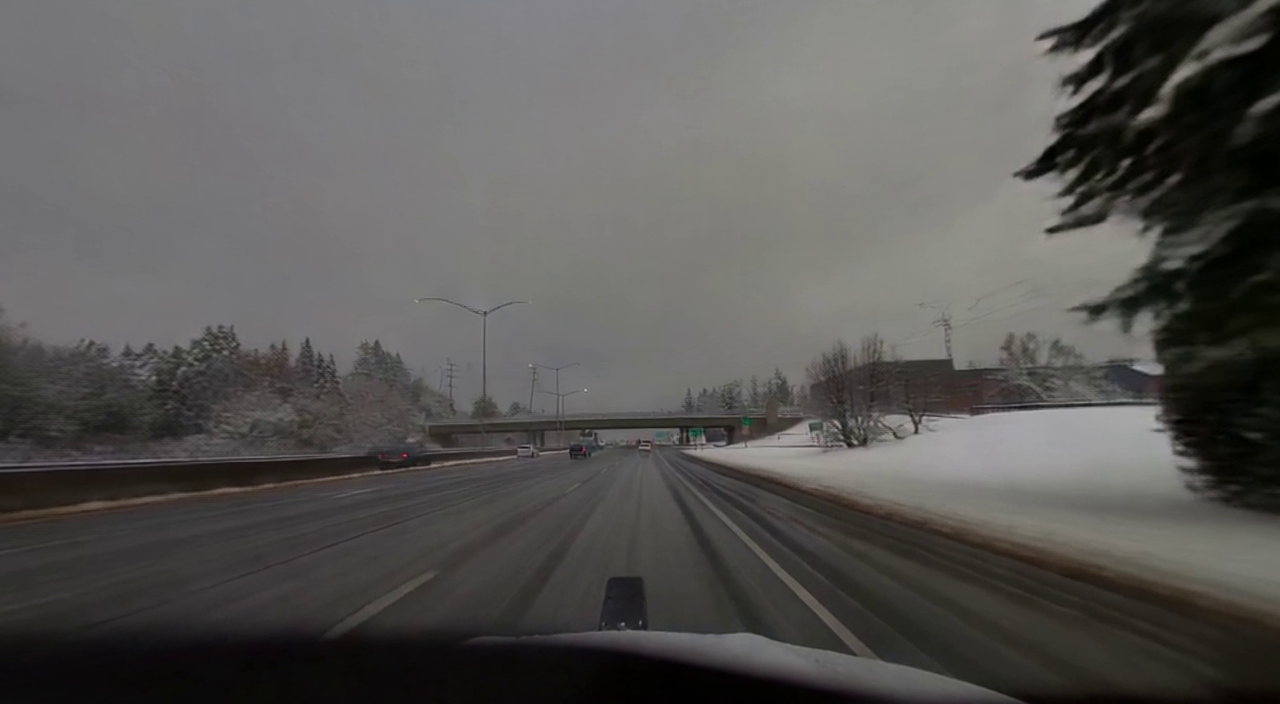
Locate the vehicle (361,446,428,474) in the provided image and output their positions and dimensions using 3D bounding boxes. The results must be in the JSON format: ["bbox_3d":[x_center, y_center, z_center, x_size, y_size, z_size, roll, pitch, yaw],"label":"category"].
[{"bbox_3d":[-14.057,6.217,36.440,1.988,1.477,4.442,0,-8,1],"label":"vehicle"}]
